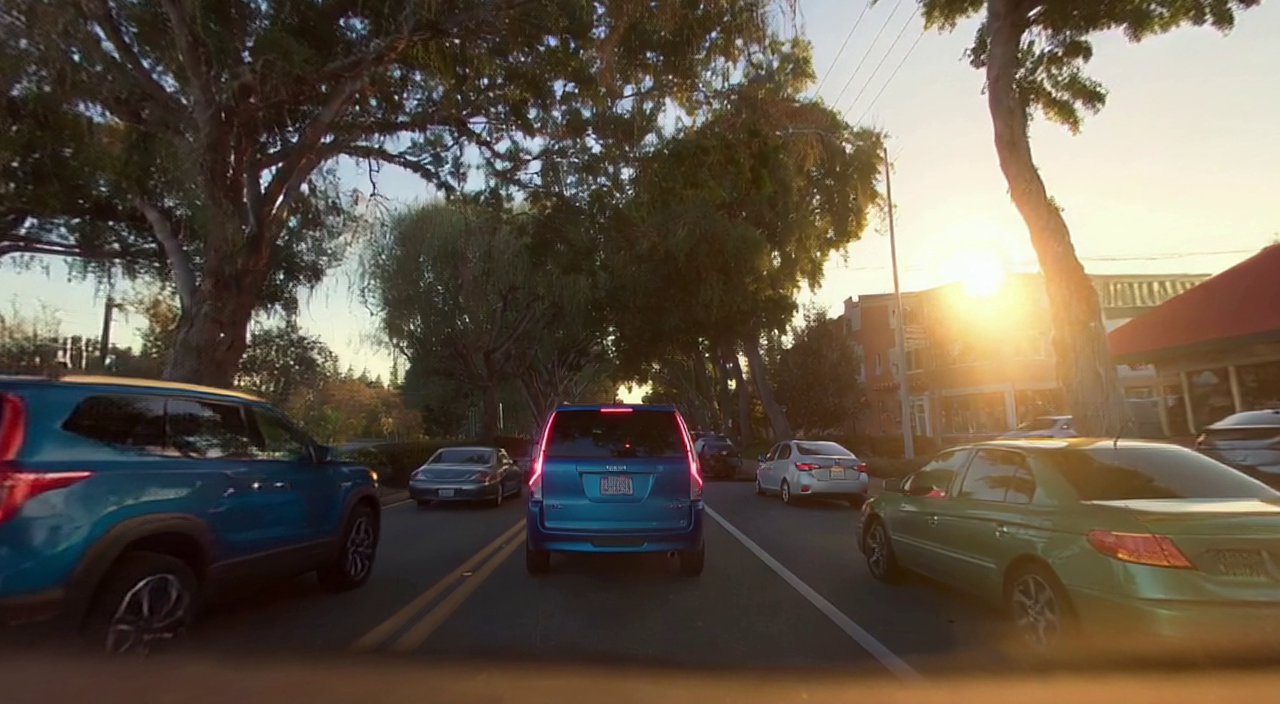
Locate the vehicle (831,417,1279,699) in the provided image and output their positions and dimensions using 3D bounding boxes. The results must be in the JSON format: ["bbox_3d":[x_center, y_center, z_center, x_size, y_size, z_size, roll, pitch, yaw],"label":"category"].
[{"bbox_3d":[3.366,1.425,5.605,1.900,1.477,4.352,0,-9,-1],"label":"vehicle"}]

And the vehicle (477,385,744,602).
[{"bbox_3d":[-0.295,1.507,7.511,2.238,1.825,4.190,0,-9,-1],"label":"vehicle"}]

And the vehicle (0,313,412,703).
[{"bbox_3d":[-3.632,1.087,4.642,2.231,1.853,4.461,0,-9,0],"label":"vehicle"}]

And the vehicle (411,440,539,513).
[{"bbox_3d":[-3.643,2.813,14.782,1.849,1.451,4.218,0,-9,0],"label":"vehicle"}]

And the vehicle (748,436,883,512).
[{"bbox_3d":[3.912,2.776,14.889,1.875,1.521,4.192,0,-9,-1],"label":"vehicle"}]
